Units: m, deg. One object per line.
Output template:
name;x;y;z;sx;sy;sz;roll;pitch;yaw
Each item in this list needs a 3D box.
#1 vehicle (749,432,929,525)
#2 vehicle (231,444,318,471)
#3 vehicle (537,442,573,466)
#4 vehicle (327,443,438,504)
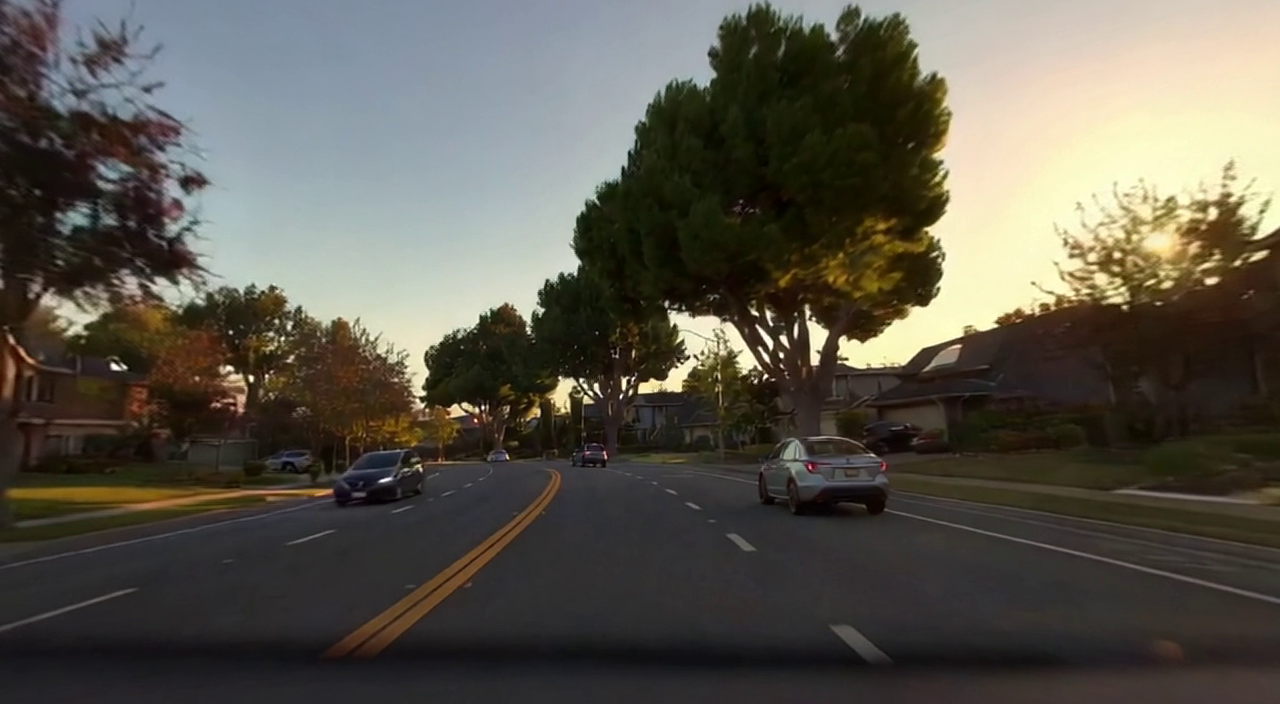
vehicle;3.645;2.395;12.535;1.934;1.506;4.282;0;-8;-4
vehicle;-23.662;6.820;40.880;4.477;1.631;1.893;7;-11;-40
vehicle;-6.435;7.632;47.241;2.106;1.667;4.367;2;-9;-15
vehicle;-8.081;3.798;20.283;2.091;1.700;4.438;1;-8;-6
